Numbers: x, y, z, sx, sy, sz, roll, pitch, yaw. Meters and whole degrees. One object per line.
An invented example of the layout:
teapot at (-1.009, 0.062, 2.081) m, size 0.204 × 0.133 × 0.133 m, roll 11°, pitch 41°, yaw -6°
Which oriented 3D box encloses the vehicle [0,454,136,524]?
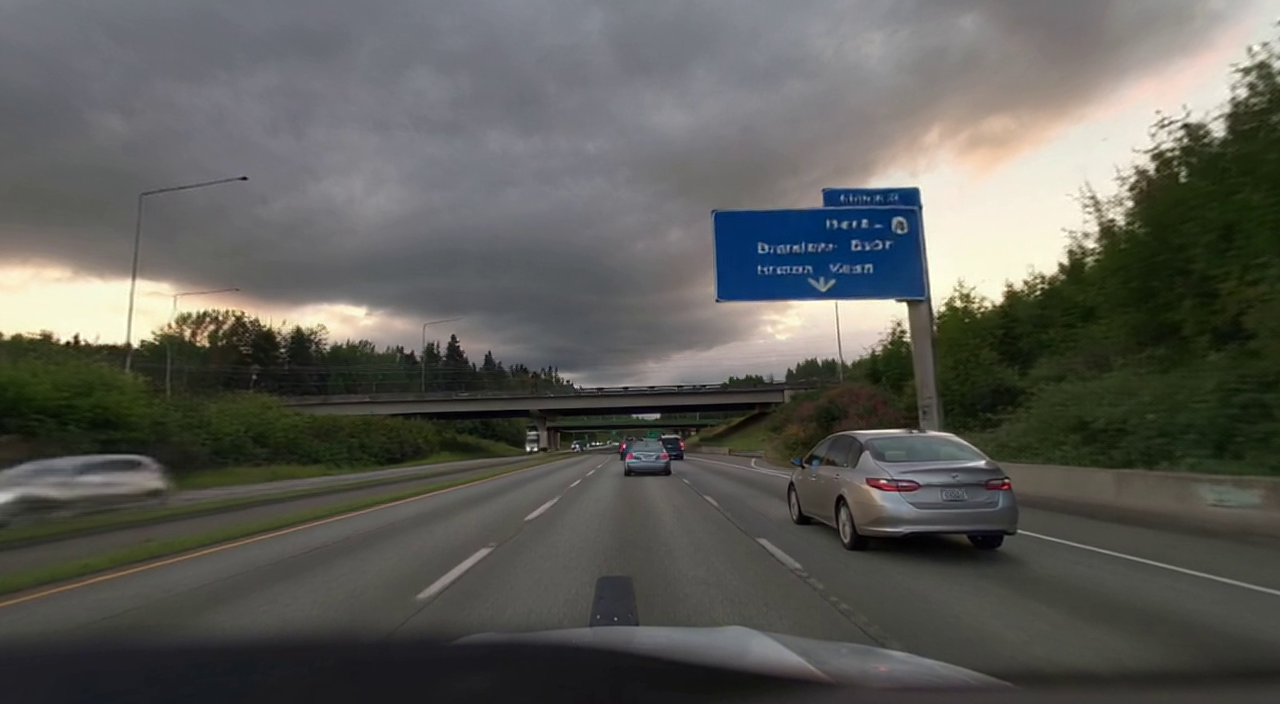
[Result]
vehicle at (-14.974, 3.254, 15.210) m, size 1.876 × 1.450 × 4.551 m, roll 0°, pitch -8°, yaw -1°

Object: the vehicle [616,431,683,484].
vehicle at (0.220, 3.634, 21.942) m, size 2.092 × 1.636 × 4.024 m, roll 0°, pitch -8°, yaw -2°
